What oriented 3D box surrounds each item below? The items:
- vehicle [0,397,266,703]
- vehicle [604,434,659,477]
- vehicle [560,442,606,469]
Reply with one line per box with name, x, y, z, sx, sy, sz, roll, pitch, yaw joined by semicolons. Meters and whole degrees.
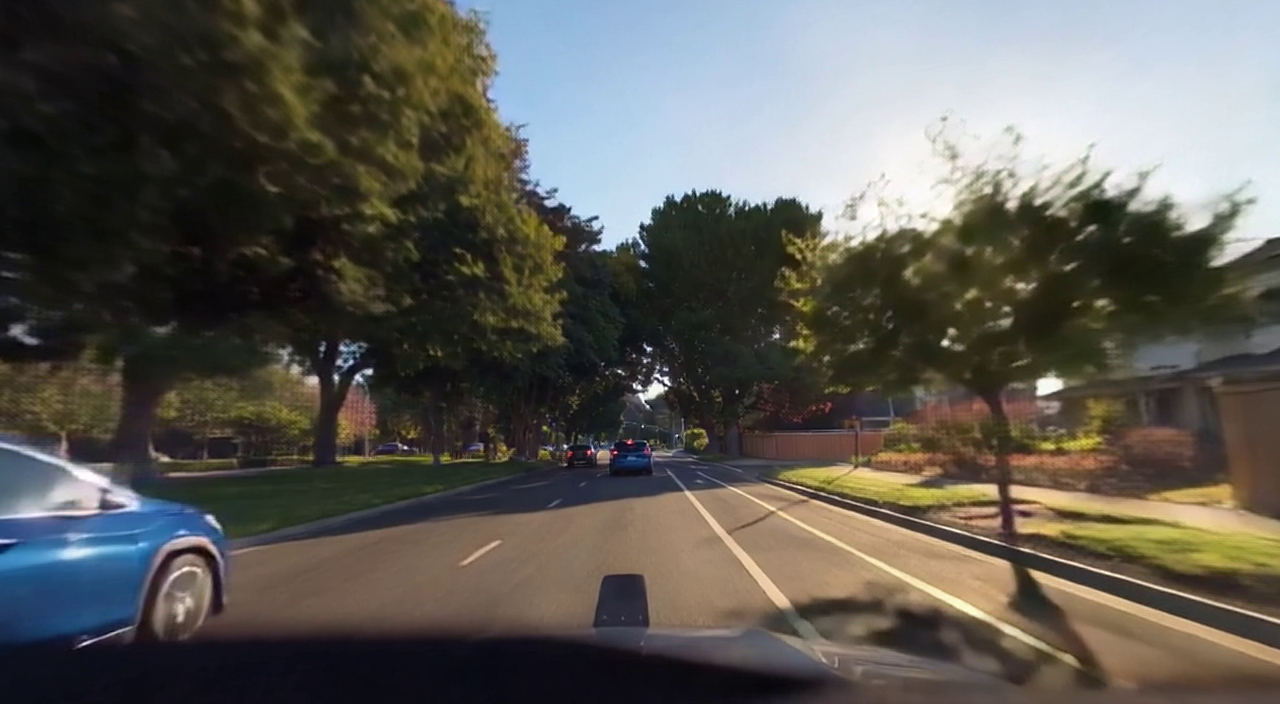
vehicle;-3.735;0.820;1.877;2.105;1.469;4.978;0;-8;1
vehicle;-0.343;4.495;27.513;2.220;1.742;4.047;0;-8;0
vehicle;-3.128;5.776;35.231;2.032;1.433;4.458;0;-8;2
